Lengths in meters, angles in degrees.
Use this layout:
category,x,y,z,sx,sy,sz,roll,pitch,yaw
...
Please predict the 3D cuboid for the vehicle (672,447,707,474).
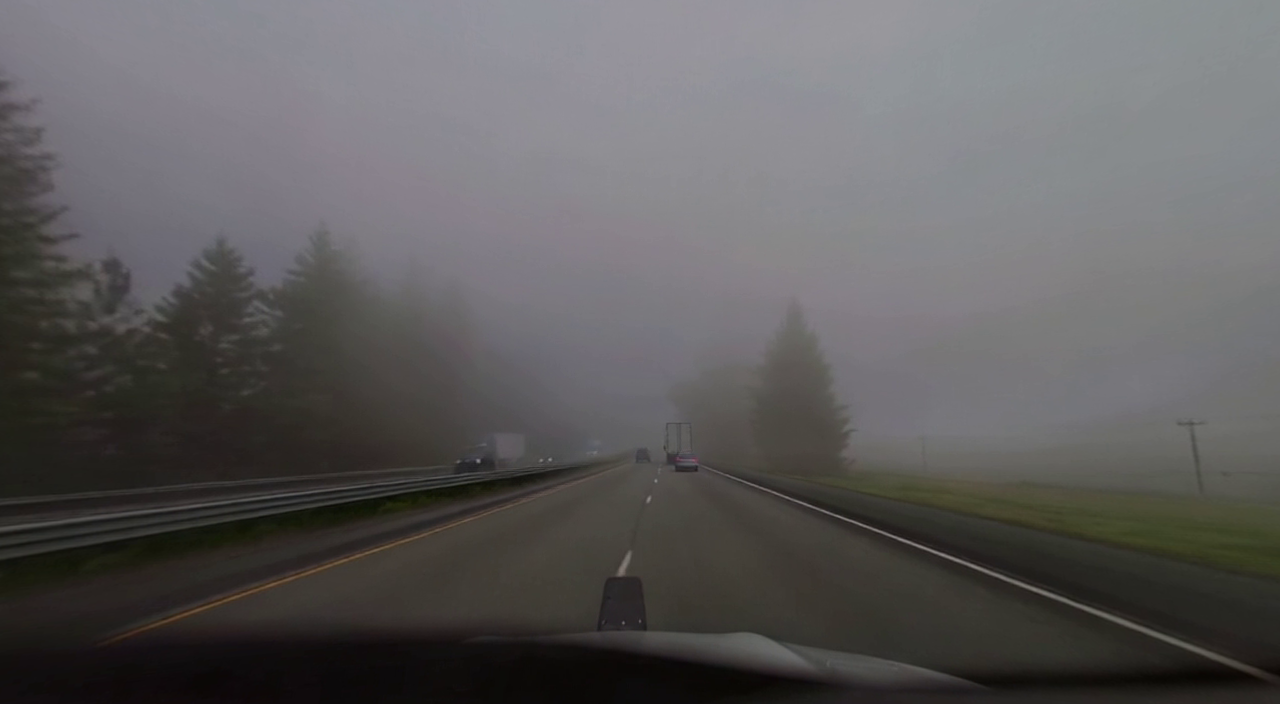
category,x,y,z,sx,sy,sz,roll,pitch,yaw
vehicle,3.172,7.039,41.251,2.096,1.653,4.185,0,-9,2
